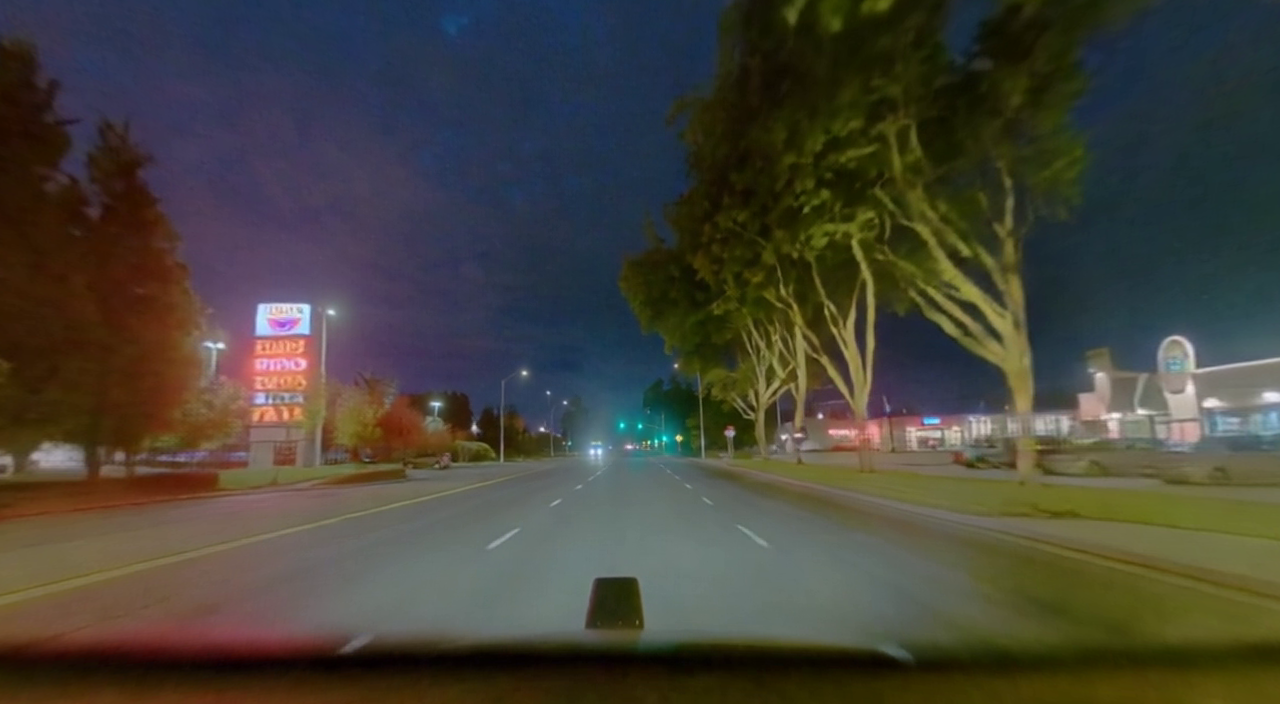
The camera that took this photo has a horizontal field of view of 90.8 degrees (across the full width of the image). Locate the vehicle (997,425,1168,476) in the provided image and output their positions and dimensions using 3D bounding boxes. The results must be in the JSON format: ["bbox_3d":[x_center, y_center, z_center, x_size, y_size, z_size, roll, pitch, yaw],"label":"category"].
[{"bbox_3d":[16.052,3.596,23.143,4.656,1.748,2.059,0,-8,1],"label":"vehicle"}]

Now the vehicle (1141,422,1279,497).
[{"bbox_3d":[16.104,2.674,16.250,4.648,1.637,2.029,-3,-8,-3],"label":"vehicle"}]
